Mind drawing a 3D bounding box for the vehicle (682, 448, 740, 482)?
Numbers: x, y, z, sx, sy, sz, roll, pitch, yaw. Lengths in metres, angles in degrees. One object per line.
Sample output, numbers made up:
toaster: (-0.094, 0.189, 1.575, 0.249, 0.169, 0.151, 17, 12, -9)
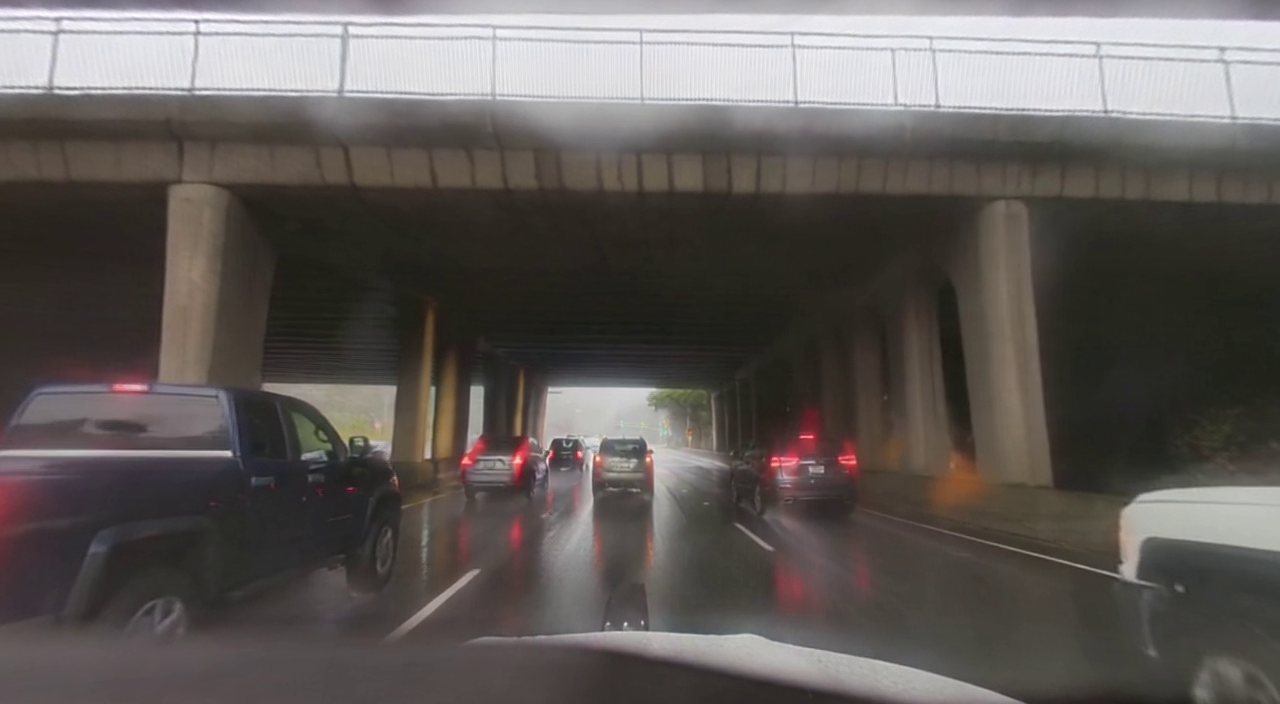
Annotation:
vehicle: (3.239, 5.209, 29.442, 2.026, 1.457, 3.969, 1, -9, -3)

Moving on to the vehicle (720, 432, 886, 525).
vehicle: (3.396, 2.767, 14.518, 2.234, 1.720, 5.378, 0, -8, -2)

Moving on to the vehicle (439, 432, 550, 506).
vehicle: (-3.737, 3.084, 17.026, 2.127, 1.720, 4.064, 0, -8, -2)

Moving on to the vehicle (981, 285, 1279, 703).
vehicle: (3.721, 0.686, 2.173, 2.401, 1.968, 4.841, 0, -8, 1)

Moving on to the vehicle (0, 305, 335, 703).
vehicle: (-3.489, 0.779, 2.695, 2.074, 1.814, 4.596, 0, -8, -1)

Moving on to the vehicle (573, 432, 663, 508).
vehicle: (-0.560, 3.047, 16.713, 2.097, 1.748, 3.794, 0, -8, -2)

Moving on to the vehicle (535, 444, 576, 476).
vehicle: (-4.443, 5.738, 33.719, 1.829, 1.614, 3.611, 0, -8, -2)
